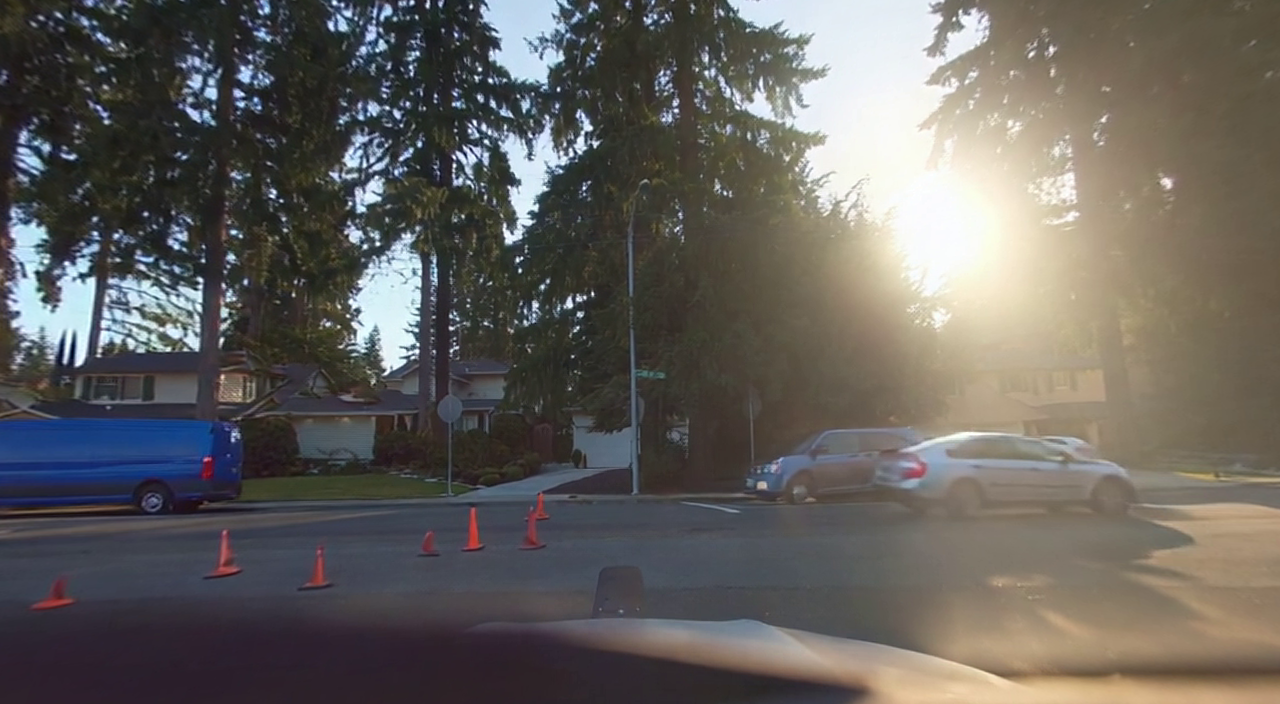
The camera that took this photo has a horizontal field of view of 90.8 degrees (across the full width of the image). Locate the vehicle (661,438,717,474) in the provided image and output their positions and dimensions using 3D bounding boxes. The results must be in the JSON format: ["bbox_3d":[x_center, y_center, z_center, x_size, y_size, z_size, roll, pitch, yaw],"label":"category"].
[{"bbox_3d":[2.072,4.556,27.849,1.745,1.461,4.074,1,-9,-6],"label":"vehicle"}]

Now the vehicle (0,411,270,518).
[{"bbox_3d":[-14.504,2.992,16.477,7.824,2.323,2.863,-2,-10,-3],"label":"vehicle"}]

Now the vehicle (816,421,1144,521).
[{"bbox_3d":[5.822,2.065,11.270,4.684,1.556,2.087,1,-8,-5],"label":"vehicle"}]

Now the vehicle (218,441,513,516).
[{"bbox_3d":[-6.962,3.330,17.059,6.643,1.777,2.925,1,-9,-6],"label":"vehicle"}]

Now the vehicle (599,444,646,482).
[{"bbox_3d":[-0.801,4.740,27.233,1.648,1.430,3.654,4,-8,-5],"label":"vehicle"}]
